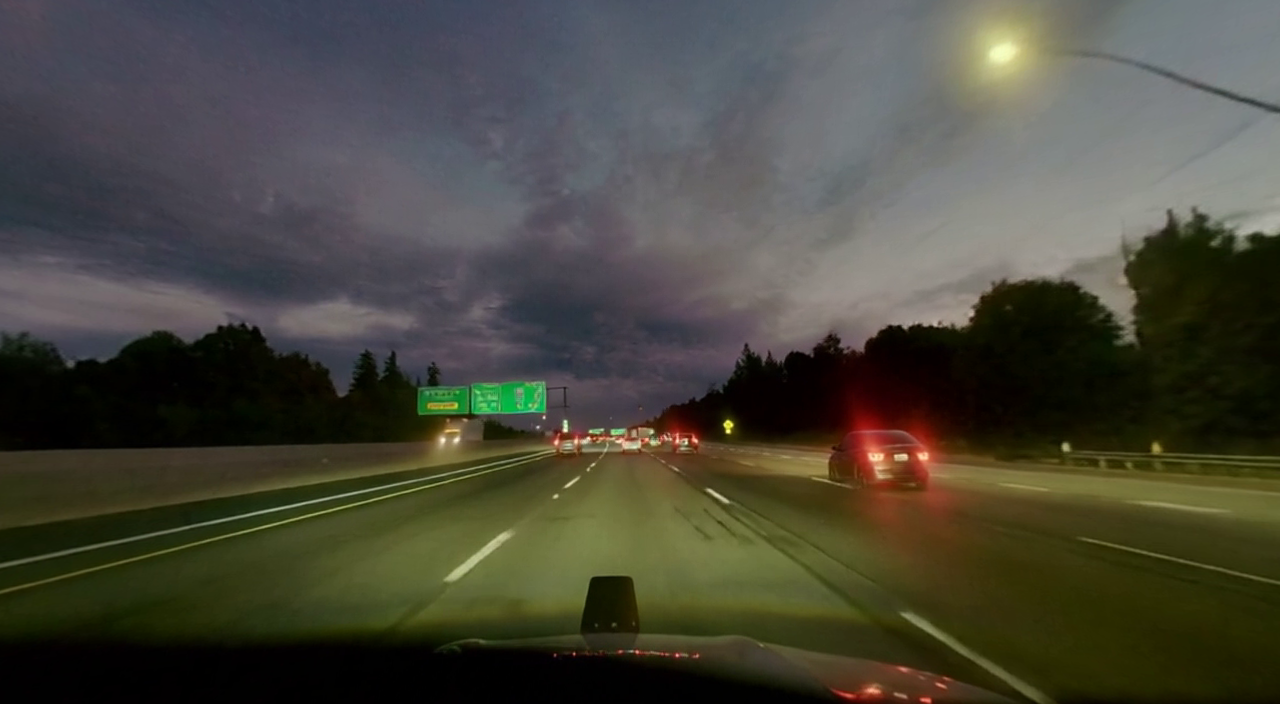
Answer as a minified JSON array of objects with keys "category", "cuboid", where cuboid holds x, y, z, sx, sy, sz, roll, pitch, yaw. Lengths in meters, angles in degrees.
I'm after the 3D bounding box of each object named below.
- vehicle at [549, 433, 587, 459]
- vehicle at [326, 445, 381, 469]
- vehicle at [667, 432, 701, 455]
[{"category":"vehicle","cuboid":[-4.641,6.102,41.067,2.119,1.629,3.946,0,-8,-1]},{"category":"vehicle","cuboid":[-19.377,7.077,42.666,1.834,1.452,4.223,0,-8,-1]},{"category":"vehicle","cuboid":[3.260,6.876,47.320,2.066,1.673,4.225,0,-8,-2]}]
